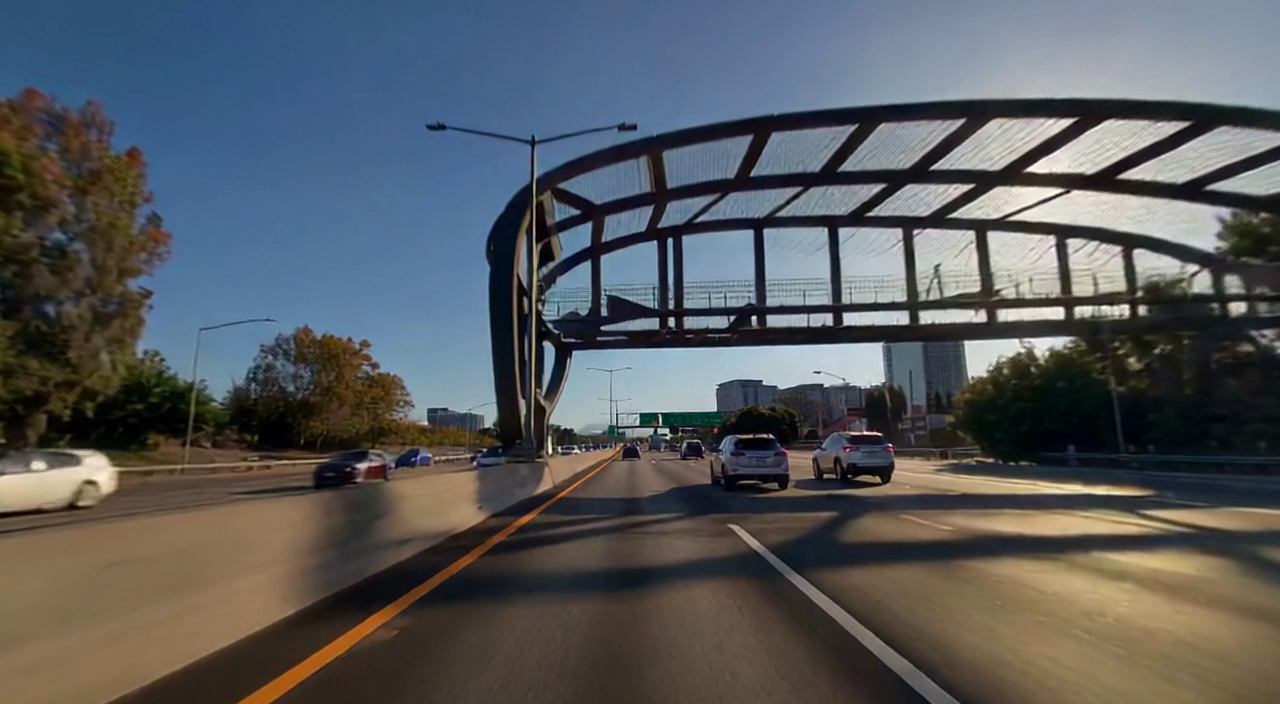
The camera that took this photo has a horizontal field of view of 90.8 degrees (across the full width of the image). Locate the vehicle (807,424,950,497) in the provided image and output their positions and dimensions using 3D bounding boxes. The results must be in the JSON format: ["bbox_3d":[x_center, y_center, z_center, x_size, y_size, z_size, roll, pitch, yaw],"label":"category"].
[{"bbox_3d":[6.581,3.065,18.200,2.040,1.801,4.959,0,-9,-2],"label":"vehicle"}]

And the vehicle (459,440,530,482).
[{"bbox_3d":[-6.110,4.598,26.993,2.019,1.633,4.367,0,-9,-1],"label":"vehicle"}]

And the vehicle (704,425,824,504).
[{"bbox_3d":[2.934,2.779,15.988,2.059,1.711,4.302,0,-9,-1],"label":"vehicle"}]

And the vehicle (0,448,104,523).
[{"bbox_3d":[-16.833,3.372,16.095,2.130,1.820,4.796,0,-9,-1],"label":"vehicle"}]

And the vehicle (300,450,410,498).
[{"bbox_3d":[-9.716,4.164,21.978,1.828,1.437,4.329,0,-9,0],"label":"vehicle"}]
